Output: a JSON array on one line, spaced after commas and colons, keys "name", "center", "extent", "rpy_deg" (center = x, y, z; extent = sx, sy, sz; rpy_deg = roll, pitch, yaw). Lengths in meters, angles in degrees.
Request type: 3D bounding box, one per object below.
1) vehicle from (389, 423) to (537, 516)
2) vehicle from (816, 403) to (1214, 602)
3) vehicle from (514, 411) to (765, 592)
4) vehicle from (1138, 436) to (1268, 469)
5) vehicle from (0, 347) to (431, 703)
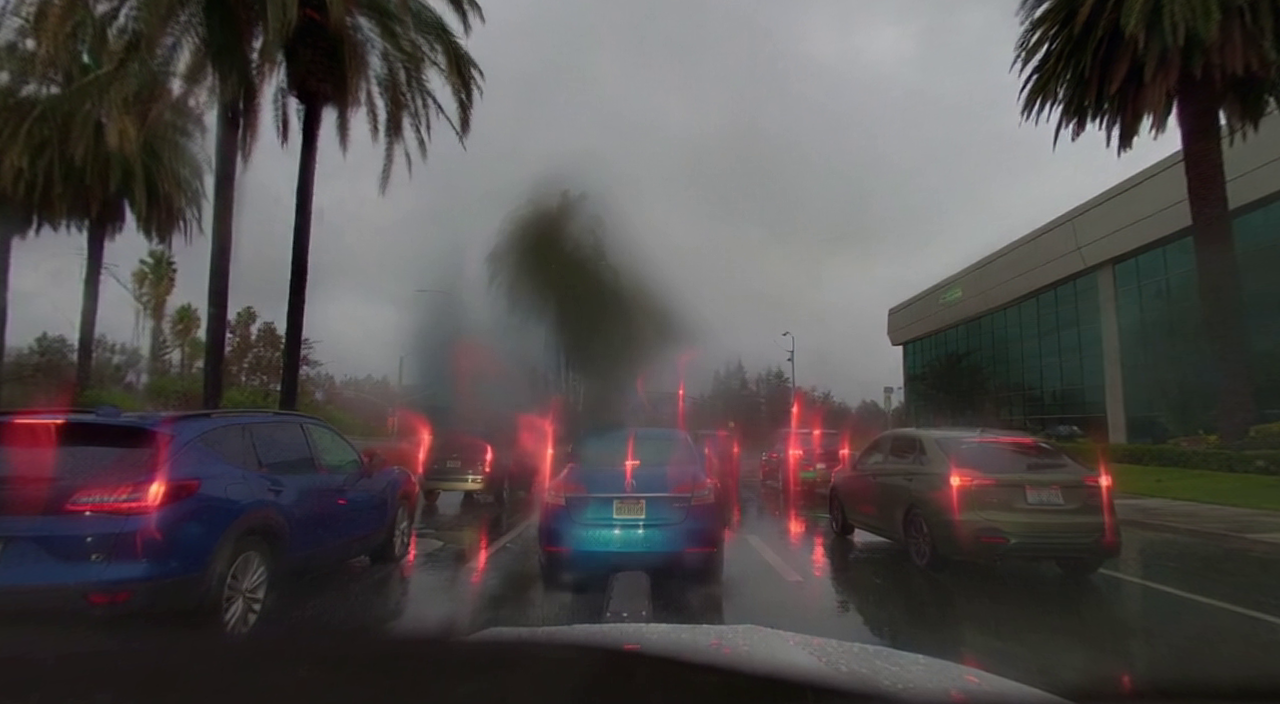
[{"name": "vehicle", "center": [-3.459, 2.369, 13.119], "extent": [1.917, 1.631, 3.768], "rpy_deg": [0, -8, 1]}, {"name": "vehicle", "center": [3.844, 1.617, 7.677], "extent": [2.064, 1.696, 4.431], "rpy_deg": [0, -8, 0]}, {"name": "vehicle", "center": [-0.045, 1.650, 7.824], "extent": [2.219, 1.586, 4.321], "rpy_deg": [0, -8, -1]}, {"name": "vehicle", "center": [25.492, 4.543, 28.638], "extent": [4.014, 1.417, 1.777], "rpy_deg": [-1, -8, 5]}, {"name": "vehicle", "center": [-3.535, 1.172, 5.372], "extent": [2.014, 1.775, 4.404], "rpy_deg": [0, -8, -1]}]
